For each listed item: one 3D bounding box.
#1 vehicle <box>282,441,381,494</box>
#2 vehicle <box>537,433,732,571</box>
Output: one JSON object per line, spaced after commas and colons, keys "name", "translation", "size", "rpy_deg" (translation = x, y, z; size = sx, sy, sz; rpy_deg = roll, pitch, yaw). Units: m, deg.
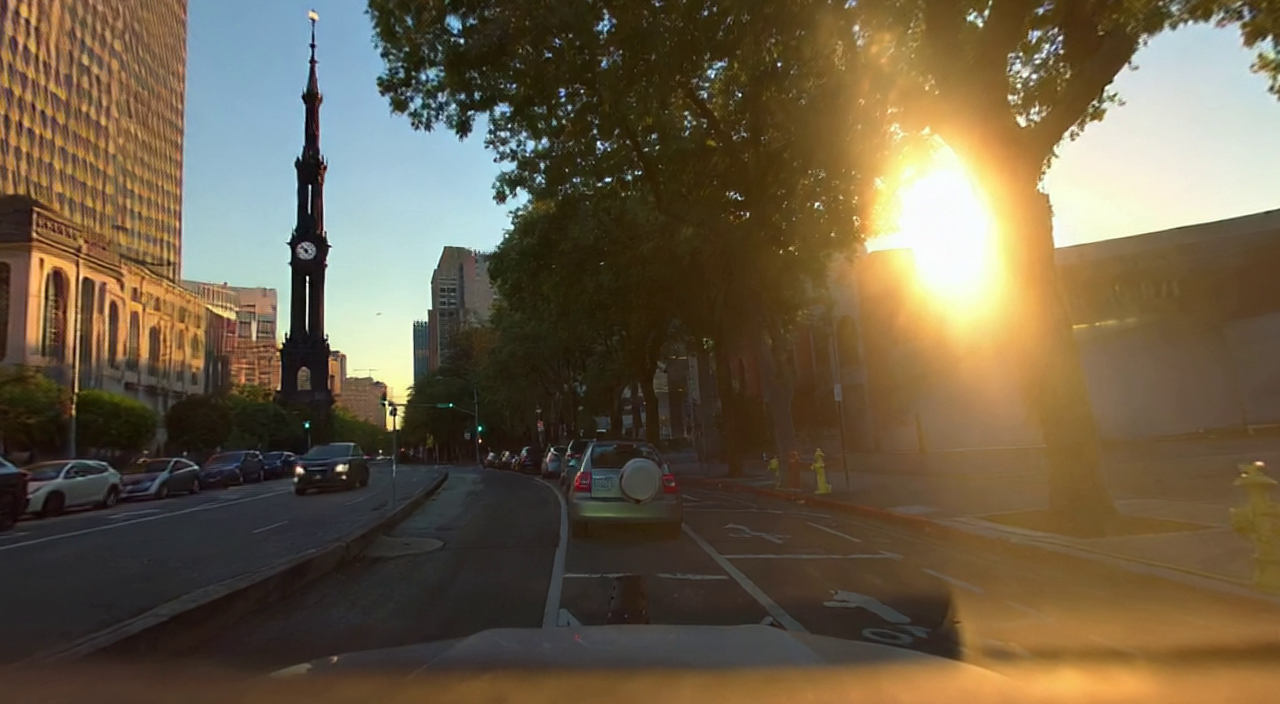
{"name": "vehicle", "translation": [-11.099, 4.152, 23.080], "size": [2.179, 1.698, 4.549], "rpy_deg": [2, -9, -12]}
{"name": "vehicle", "translation": [-0.247, 1.944, 9.003], "size": [2.142, 1.475, 4.051], "rpy_deg": [1, -8, -6]}
